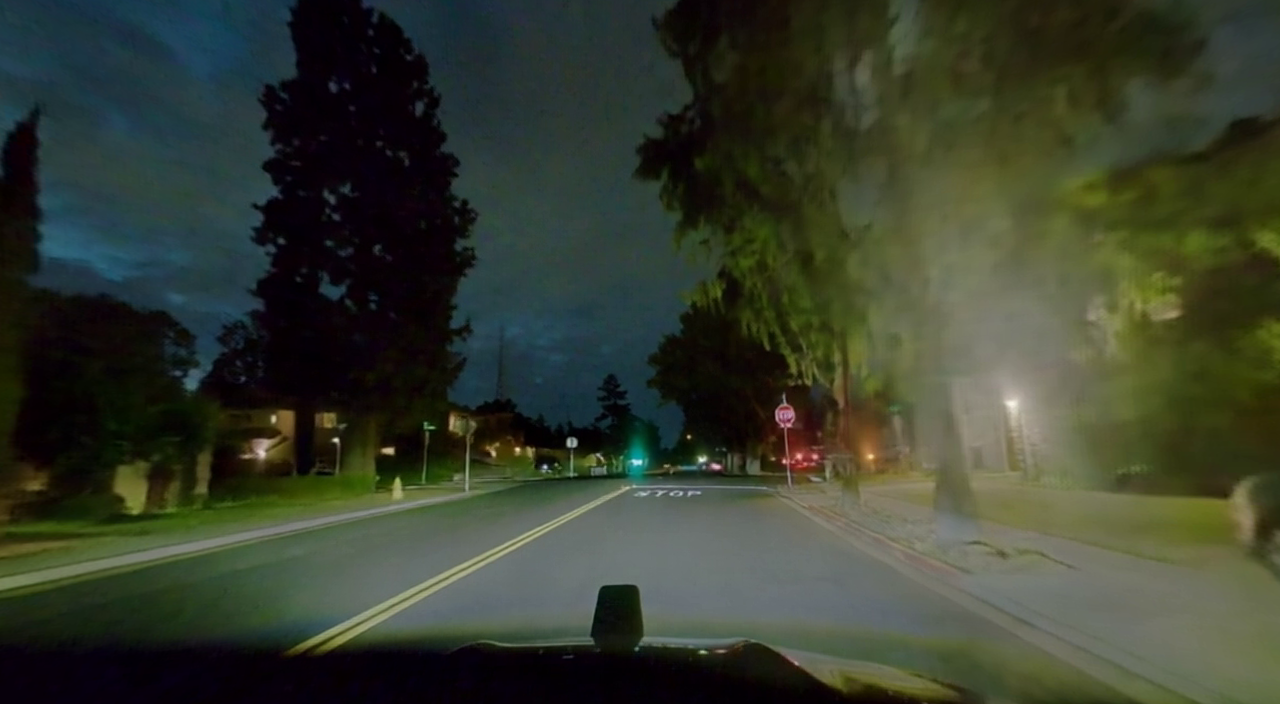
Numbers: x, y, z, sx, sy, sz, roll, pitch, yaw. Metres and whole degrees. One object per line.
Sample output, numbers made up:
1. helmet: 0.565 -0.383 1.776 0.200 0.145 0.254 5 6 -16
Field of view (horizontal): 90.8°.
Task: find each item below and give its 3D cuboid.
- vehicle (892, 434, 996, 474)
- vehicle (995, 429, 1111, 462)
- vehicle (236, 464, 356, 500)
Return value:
1. vehicle: 17.630 5.936 36.735 4.788 1.875 2.148 1 -19 -12
2. vehicle: 19.614 4.472 30.011 4.682 1.483 1.917 3 -9 -16
3. vehicle: -15.541 5.895 28.682 4.320 1.443 1.867 0 -8 -4
